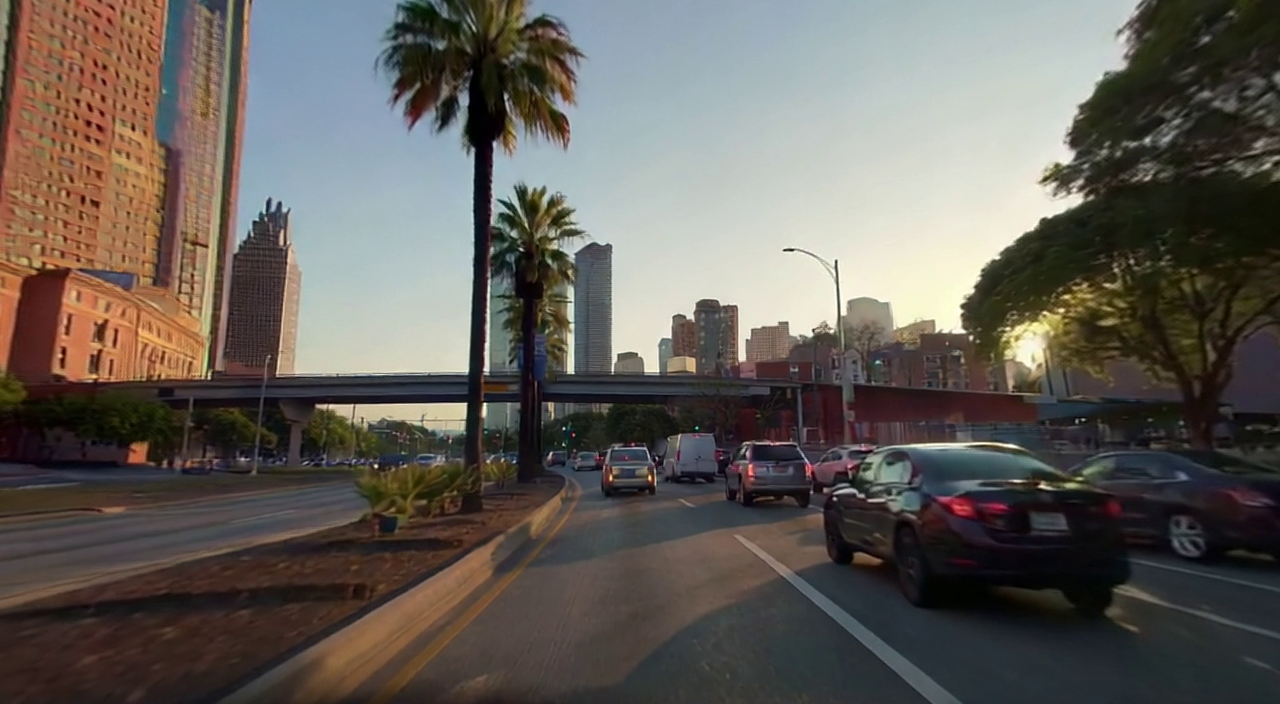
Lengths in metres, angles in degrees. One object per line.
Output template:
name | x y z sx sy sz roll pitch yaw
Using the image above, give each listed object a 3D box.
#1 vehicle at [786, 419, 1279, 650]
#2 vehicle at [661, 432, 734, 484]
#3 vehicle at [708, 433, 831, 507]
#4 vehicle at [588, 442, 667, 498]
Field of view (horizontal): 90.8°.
vehicle | 3.306 1.591 6.658 2.238 1.522 4.627 0 -9 -2
vehicle | 2.569 4.948 29.725 2.434 2.171 5.098 1 -9 -6
vehicle | 3.265 3.095 16.912 2.151 1.695 4.258 0 -9 -3
vehicle | -0.542 3.864 21.141 2.332 1.625 4.933 0 -9 -4
